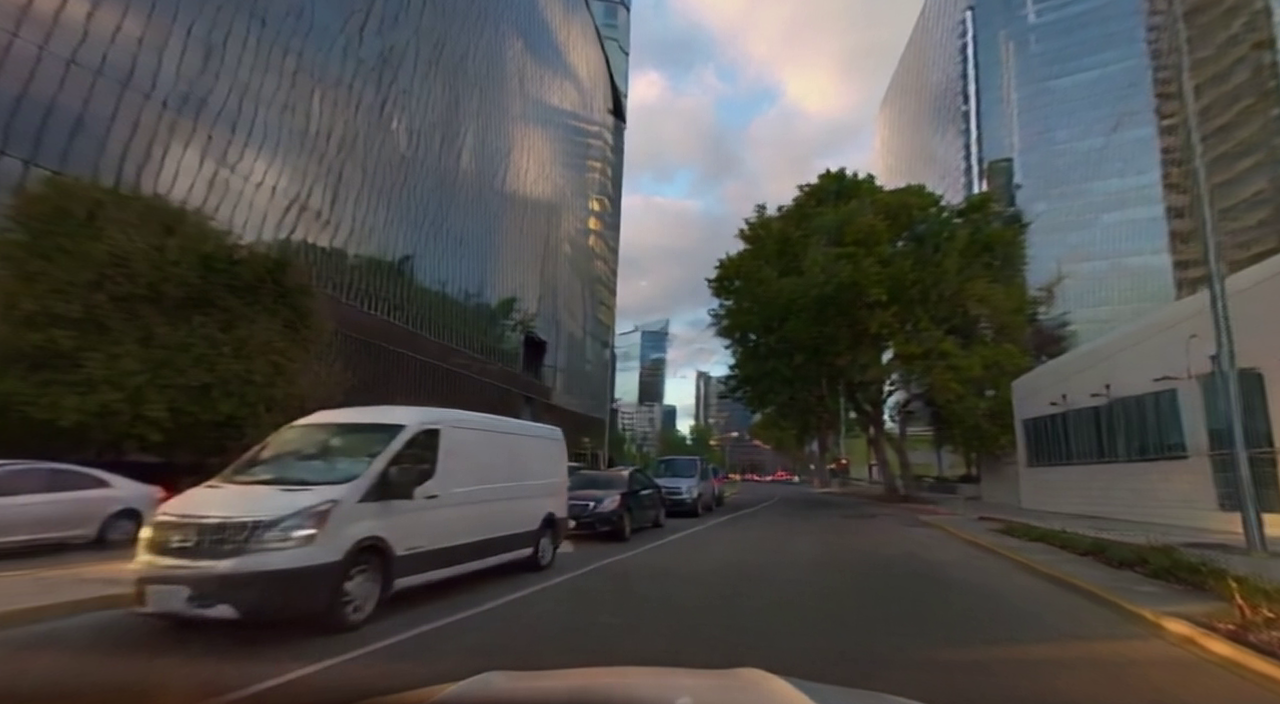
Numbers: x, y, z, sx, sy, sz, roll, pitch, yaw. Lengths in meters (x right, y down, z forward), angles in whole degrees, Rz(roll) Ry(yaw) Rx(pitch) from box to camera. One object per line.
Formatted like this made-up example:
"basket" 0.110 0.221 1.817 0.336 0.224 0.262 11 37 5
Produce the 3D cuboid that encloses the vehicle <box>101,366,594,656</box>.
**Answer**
"vehicle" -2.457 1.614 7.270 2.104 2.013 5.252 -4 -11 16

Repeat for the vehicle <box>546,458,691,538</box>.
"vehicle" -0.298 3.243 14.510 1.853 1.495 4.632 -5 -11 17

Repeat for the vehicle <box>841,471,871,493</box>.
"vehicle" 15.839 9.507 46.346 1.899 1.470 3.666 -2 -10 16

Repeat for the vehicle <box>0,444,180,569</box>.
"vehicle" -8.575 1.853 7.634 1.868 1.472 4.470 -3 -11 18
